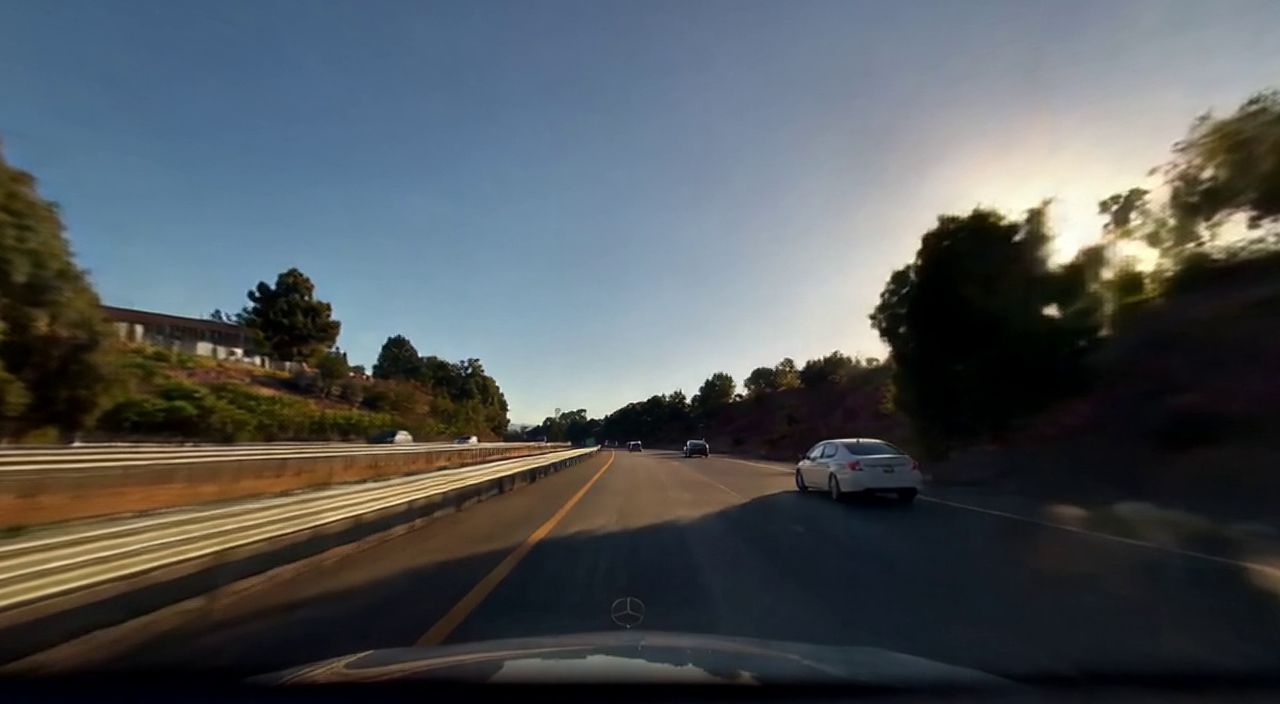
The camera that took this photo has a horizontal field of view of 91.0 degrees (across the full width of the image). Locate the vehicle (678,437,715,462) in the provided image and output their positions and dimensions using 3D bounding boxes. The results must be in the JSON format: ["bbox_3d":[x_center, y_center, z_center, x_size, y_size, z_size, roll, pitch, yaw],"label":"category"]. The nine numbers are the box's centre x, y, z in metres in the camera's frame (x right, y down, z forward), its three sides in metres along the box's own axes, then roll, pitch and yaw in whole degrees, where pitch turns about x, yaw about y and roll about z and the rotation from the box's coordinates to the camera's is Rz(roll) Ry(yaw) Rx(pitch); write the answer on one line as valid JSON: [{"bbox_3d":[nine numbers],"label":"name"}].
[{"bbox_3d":[3.691,6.382,41.417,1.945,1.538,3.729,0,-8,-2],"label":"vehicle"}]

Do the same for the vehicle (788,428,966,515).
[{"bbox_3d":[4.695,2.416,13.263,2.072,1.528,4.176,0,-8,-1],"label":"vehicle"}]
